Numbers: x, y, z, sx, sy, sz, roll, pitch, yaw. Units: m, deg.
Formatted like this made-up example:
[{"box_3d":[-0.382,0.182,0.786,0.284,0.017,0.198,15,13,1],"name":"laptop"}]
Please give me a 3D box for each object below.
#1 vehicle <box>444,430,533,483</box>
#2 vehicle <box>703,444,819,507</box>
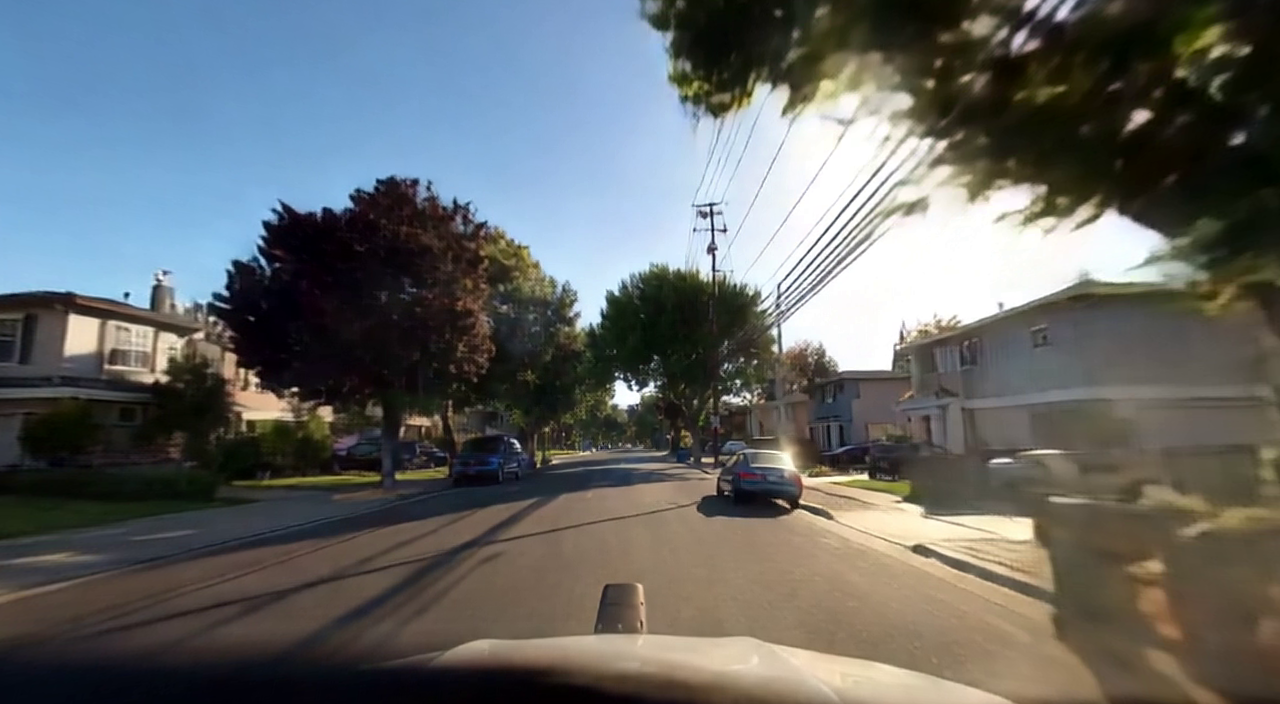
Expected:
[{"box_3d":[-6.020,4.227,25.831,2.263,1.915,5.071,-1,-9,1],"name":"vehicle"},{"box_3d":[3.075,3.233,17.109,1.944,1.439,4.500,1,-8,-4],"name":"vehicle"}]
